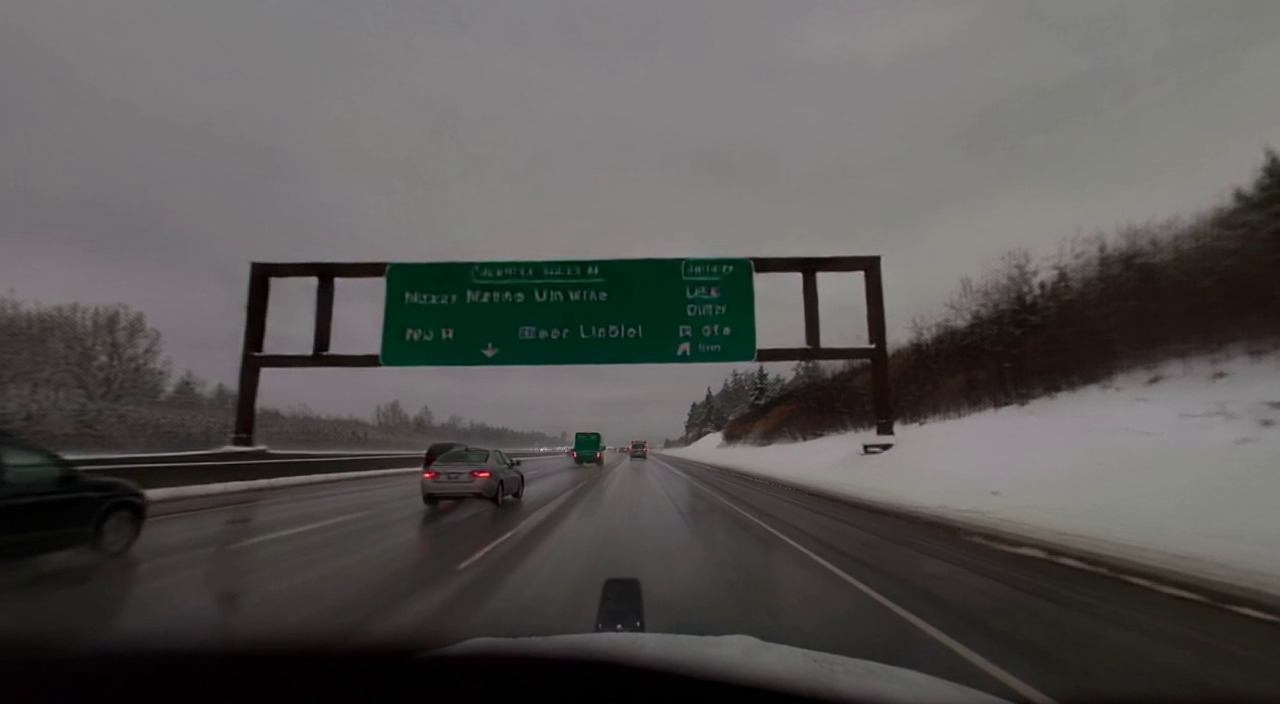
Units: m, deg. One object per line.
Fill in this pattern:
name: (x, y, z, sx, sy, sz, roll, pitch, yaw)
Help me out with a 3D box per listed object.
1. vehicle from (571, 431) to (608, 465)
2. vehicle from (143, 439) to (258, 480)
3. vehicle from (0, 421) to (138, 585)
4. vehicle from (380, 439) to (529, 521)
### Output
vehicle: (-3.788, 7.357, 48.266, 2.290, 2.453, 5.561, 0, -9, 1)
vehicle: (-19.457, 4.761, 28.232, 1.900, 1.660, 4.472, 0, -9, 0)
vehicle: (-7.222, 1.378, 5.558, 2.091, 1.558, 4.220, 0, -9, 0)
vehicle: (-3.670, 2.603, 13.306, 1.924, 1.436, 3.915, 0, -9, 1)
